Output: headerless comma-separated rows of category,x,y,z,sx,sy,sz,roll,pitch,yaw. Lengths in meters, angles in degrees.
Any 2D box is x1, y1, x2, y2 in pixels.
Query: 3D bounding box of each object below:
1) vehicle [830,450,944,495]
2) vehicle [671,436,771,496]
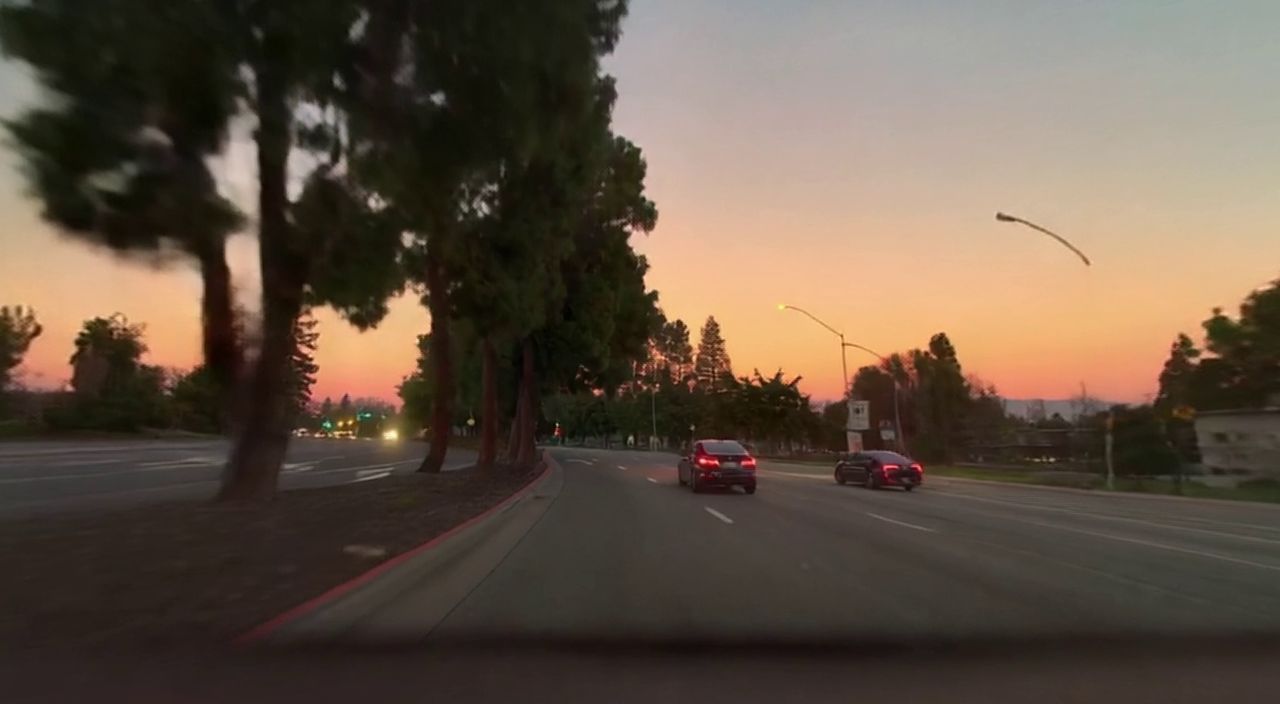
vehicle,8.975,4.389,23.505,1.940,1.460,4.652,1,-8,-7
vehicle,2.381,3.513,19.928,2.122,1.646,4.525,1,-8,-6
